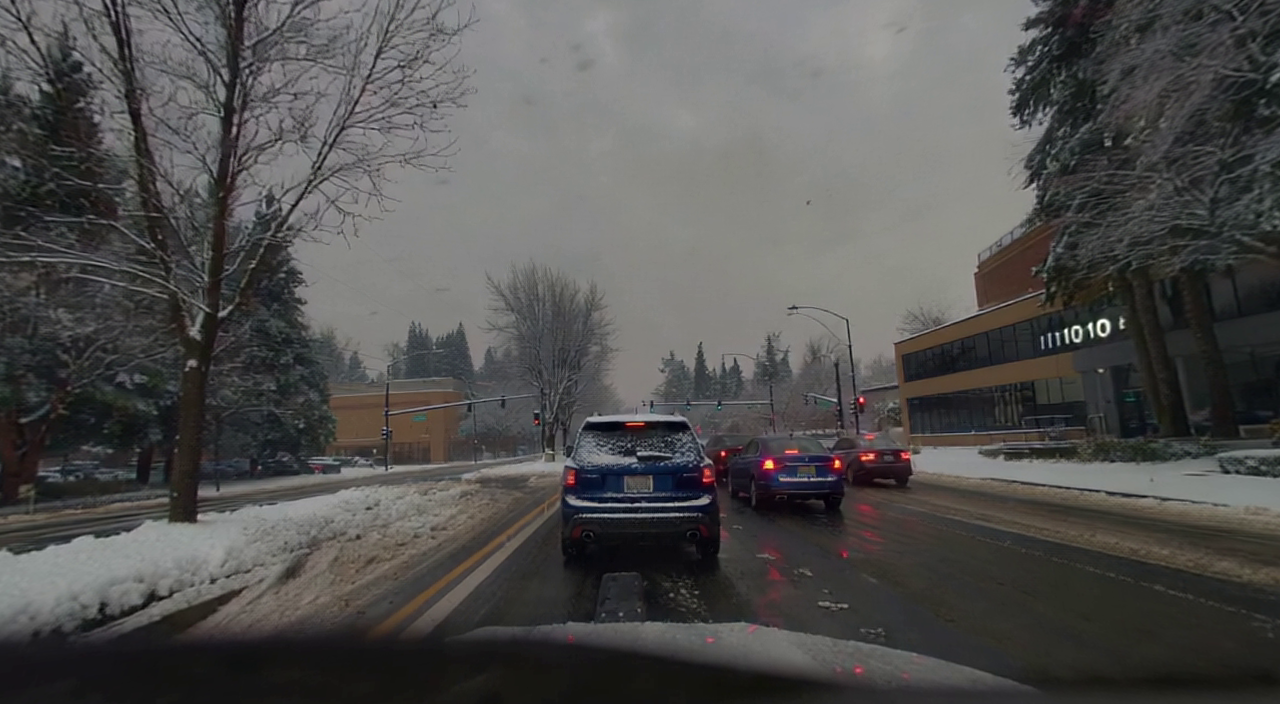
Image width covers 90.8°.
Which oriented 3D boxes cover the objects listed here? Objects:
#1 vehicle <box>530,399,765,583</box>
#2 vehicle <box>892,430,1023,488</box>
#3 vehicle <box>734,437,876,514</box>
[{"bbox_3d":[0.068,1.659,8.265,2.266,1.762,4.131,0,-9,0],"label":"vehicle"},{"bbox_3d":[10.879,3.697,22.120,2.123,1.812,4.553,0,-9,-1],"label":"vehicle"},{"bbox_3d":[3.508,2.719,14.401,1.997,1.471,4.321,0,-9,-1],"label":"vehicle"}]
